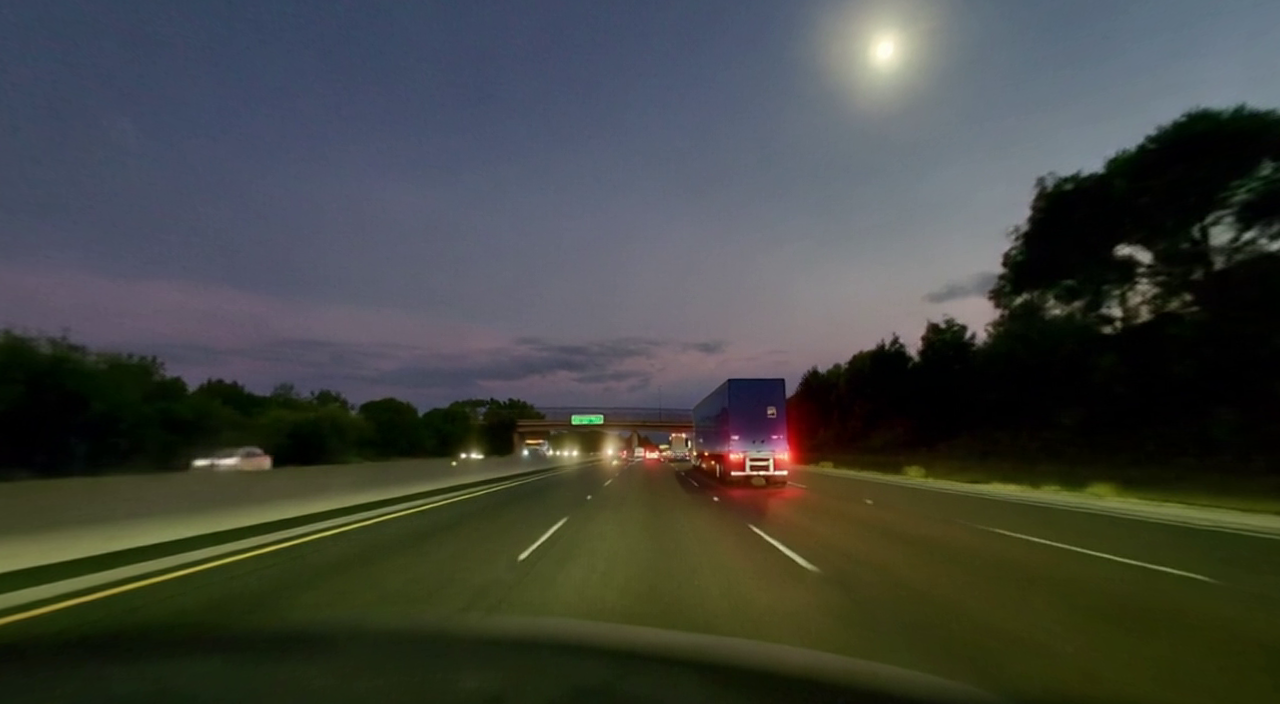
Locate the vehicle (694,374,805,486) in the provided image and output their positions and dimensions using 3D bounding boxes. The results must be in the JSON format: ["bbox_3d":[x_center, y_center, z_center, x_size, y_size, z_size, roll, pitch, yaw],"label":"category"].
[{"bbox_3d":[4.565,3.897,29.947,2.825,4.054,14.210,0,-9,0],"label":"vehicle"}]

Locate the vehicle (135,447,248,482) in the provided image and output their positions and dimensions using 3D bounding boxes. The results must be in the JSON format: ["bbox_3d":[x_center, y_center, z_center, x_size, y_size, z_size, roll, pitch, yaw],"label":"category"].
[{"bbox_3d":[-20.678,5.186,29.343,1.850,1.504,4.549,0,-9,1],"label":"vehicle"}]
